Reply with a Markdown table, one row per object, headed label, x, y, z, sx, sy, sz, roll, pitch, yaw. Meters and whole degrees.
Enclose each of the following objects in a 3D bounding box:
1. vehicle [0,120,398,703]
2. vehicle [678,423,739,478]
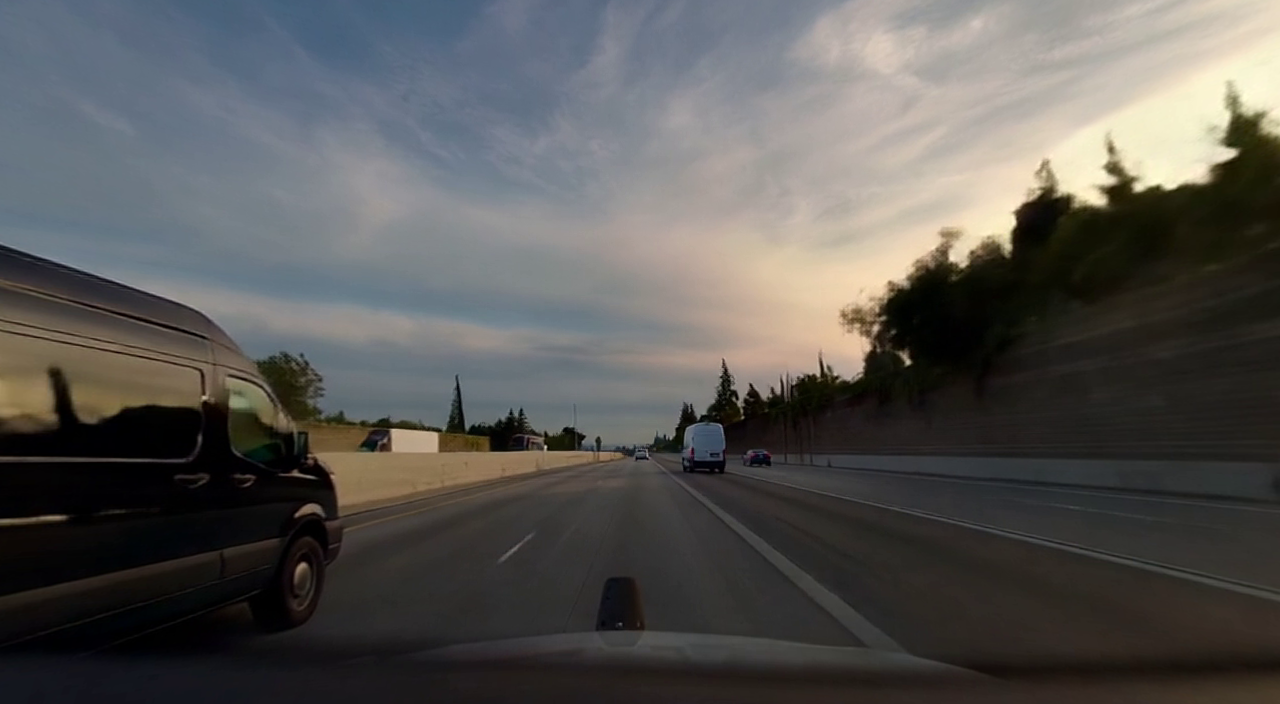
| label | x | y | z | sx | sy | sz | roll | pitch | yaw |
| --- | --- | --- | --- | --- | --- | --- | --- | --- | --- |
| vehicle | -3.573 | 0.501 | 2.860 | 2.409 | 2.523 | 6.275 | 0 | -9 | 0 |
| vehicle | 3.427 | 5.108 | 32.829 | 2.373 | 2.561 | 5.922 | 0 | -9 | -1 |
